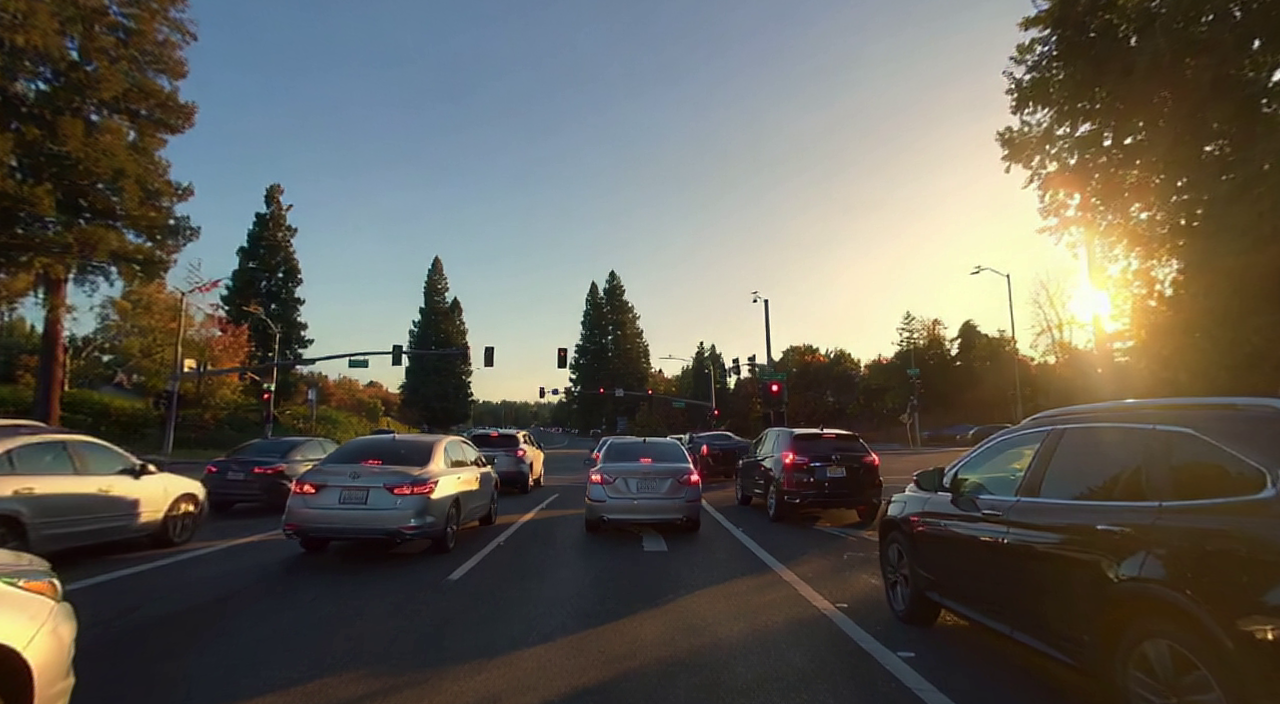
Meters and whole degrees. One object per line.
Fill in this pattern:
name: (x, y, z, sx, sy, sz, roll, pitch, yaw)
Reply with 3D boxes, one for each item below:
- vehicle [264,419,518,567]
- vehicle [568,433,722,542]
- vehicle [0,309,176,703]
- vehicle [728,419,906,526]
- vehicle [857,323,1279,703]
vehicle: (-3.058, 1.818, 8.903, 1.896, 1.546, 4.378, 0, -8, -2)
vehicle: (0.004, 2.106, 10.420, 2.076, 1.438, 3.770, 0, -8, -2)
vehicle: (-3.204, 0.502, 0.603, 2.079, 1.756, 4.676, 0, -8, -3)
vehicle: (3.074, 2.207, 12.014, 2.106, 1.667, 4.101, 0, -8, -1)
vehicle: (3.151, 0.995, 3.737, 2.074, 1.685, 4.387, 0, -8, -1)
